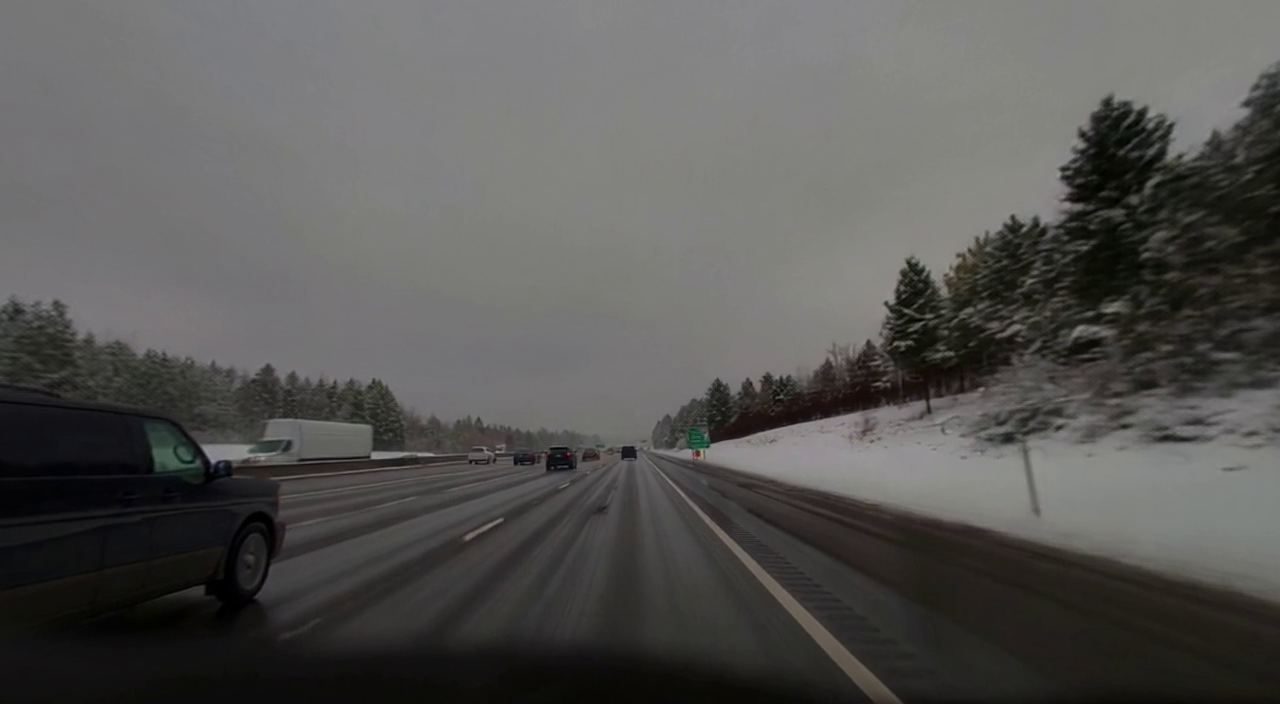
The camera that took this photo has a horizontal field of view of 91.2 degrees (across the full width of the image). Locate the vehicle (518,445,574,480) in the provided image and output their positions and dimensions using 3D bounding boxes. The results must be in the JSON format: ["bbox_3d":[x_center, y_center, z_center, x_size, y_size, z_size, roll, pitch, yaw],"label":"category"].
[{"bbox_3d":[-4.300,5.113,29.246,1.988,1.477,4.118,0,-9,-1],"label":"vehicle"}]

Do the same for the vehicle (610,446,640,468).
[{"bbox_3d":[-1.085,7.520,45.169,2.023,1.479,3.718,0,-9,-1],"label":"vehicle"}]

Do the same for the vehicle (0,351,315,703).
[{"bbox_3d":[-4.000,0.972,3.343,2.074,1.779,4.588,0,-9,0],"label":"vehicle"}]

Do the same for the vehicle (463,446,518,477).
[{"bbox_3d":[-7.726,5.685,32.792,1.936,1.516,3.904,0,-9,0],"label":"vehicle"}]
